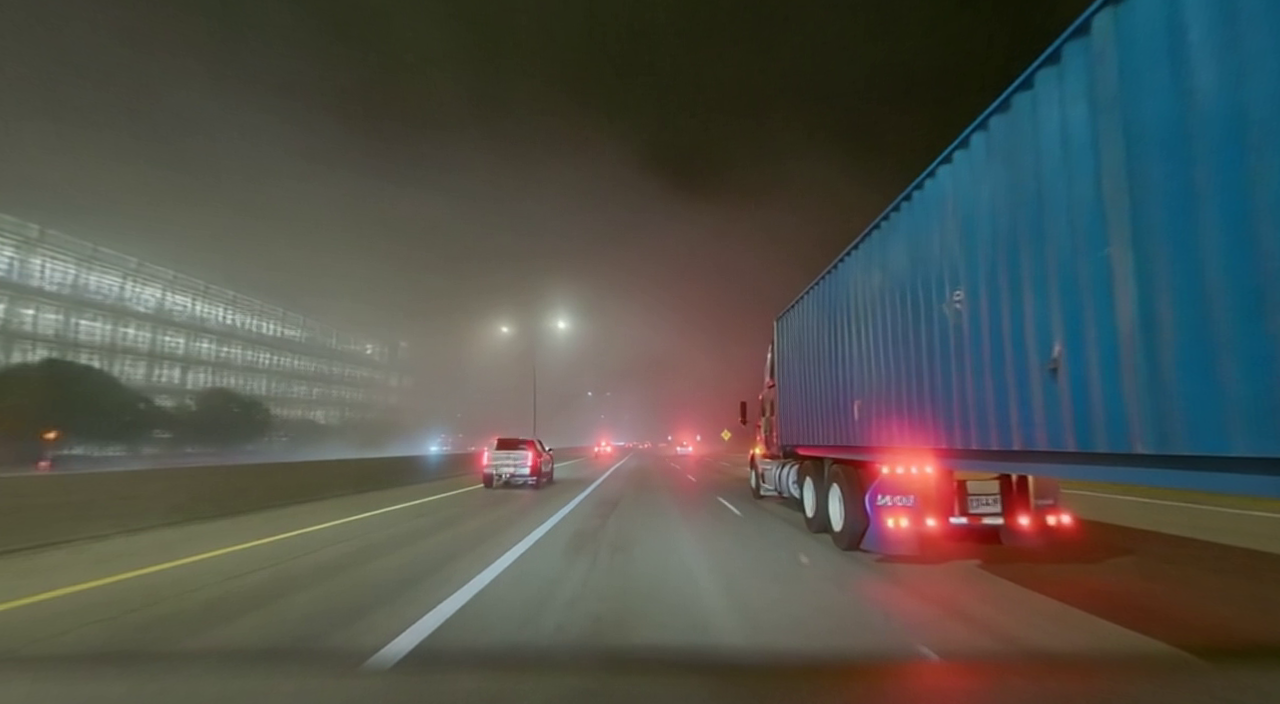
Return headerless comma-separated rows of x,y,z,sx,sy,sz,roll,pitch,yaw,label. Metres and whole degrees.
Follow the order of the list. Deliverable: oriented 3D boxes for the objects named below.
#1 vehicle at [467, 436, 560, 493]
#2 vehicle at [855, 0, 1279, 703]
-3.697,3.359,19.148,1.954,1.528,4.010,0,-9,0,vehicle
3.847,-0.815,0.254,2.893,3.992,13.605,0,-8,1,vehicle
